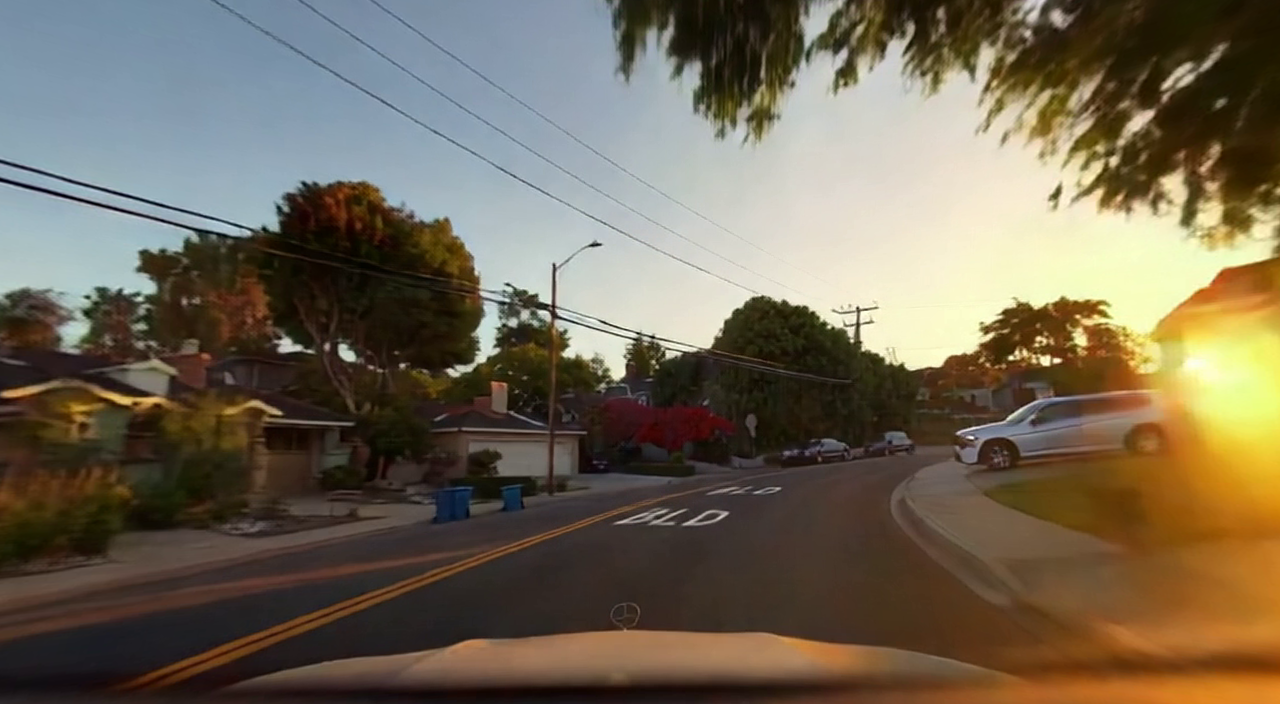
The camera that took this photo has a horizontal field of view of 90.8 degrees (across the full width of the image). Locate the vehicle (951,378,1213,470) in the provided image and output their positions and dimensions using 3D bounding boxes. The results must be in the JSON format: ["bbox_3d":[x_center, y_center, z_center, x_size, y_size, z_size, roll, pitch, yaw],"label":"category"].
[{"bbox_3d":[10.797,1.896,15.998,5.011,2.014,2.056,-5,-10,29],"label":"vehicle"}]

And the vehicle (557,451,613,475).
[{"bbox_3d":[-3.791,7.526,42.993,3.697,1.489,1.842,-8,-11,44],"label":"vehicle"}]

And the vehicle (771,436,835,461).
[{"bbox_3d":[12.349,7.339,48.196,2.155,1.802,4.758,4,-9,-25],"label":"vehicle"}]

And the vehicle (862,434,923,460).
[{"bbox_3d":[18.069,6.834,45.178,4.463,1.726,2.056,8,-14,-40],"label":"vehicle"}]
